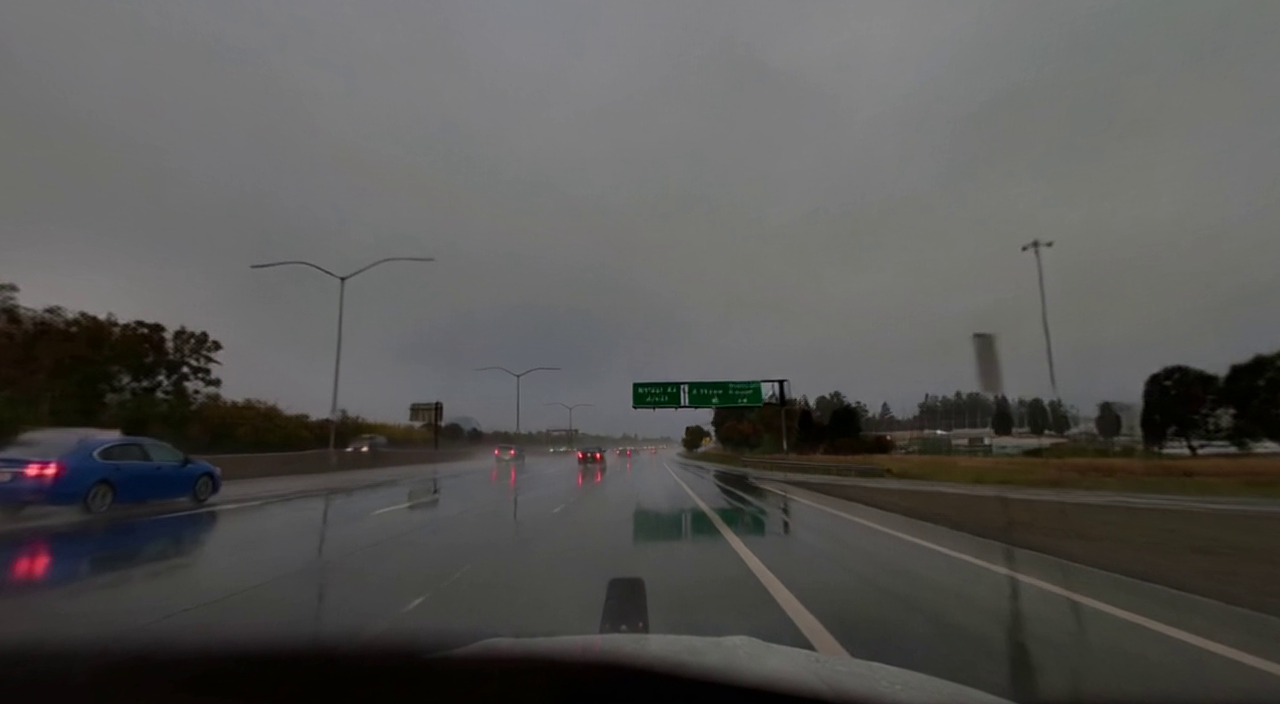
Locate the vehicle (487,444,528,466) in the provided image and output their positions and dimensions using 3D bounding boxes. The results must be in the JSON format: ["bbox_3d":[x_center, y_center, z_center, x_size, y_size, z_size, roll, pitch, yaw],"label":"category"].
[{"bbox_3d":[-9.340,7.296,44.798,1.930,1.490,3.955,0,-8,2],"label":"vehicle"}]

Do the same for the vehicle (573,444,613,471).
[{"bbox_3d":[-2.828,6.400,38.531,2.050,1.479,4.342,0,-8,1],"label":"vehicle"}]

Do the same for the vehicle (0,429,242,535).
[{"bbox_3d":[-9.966,2.245,11.623,2.002,1.526,4.822,0,-8,2],"label":"vehicle"}]
